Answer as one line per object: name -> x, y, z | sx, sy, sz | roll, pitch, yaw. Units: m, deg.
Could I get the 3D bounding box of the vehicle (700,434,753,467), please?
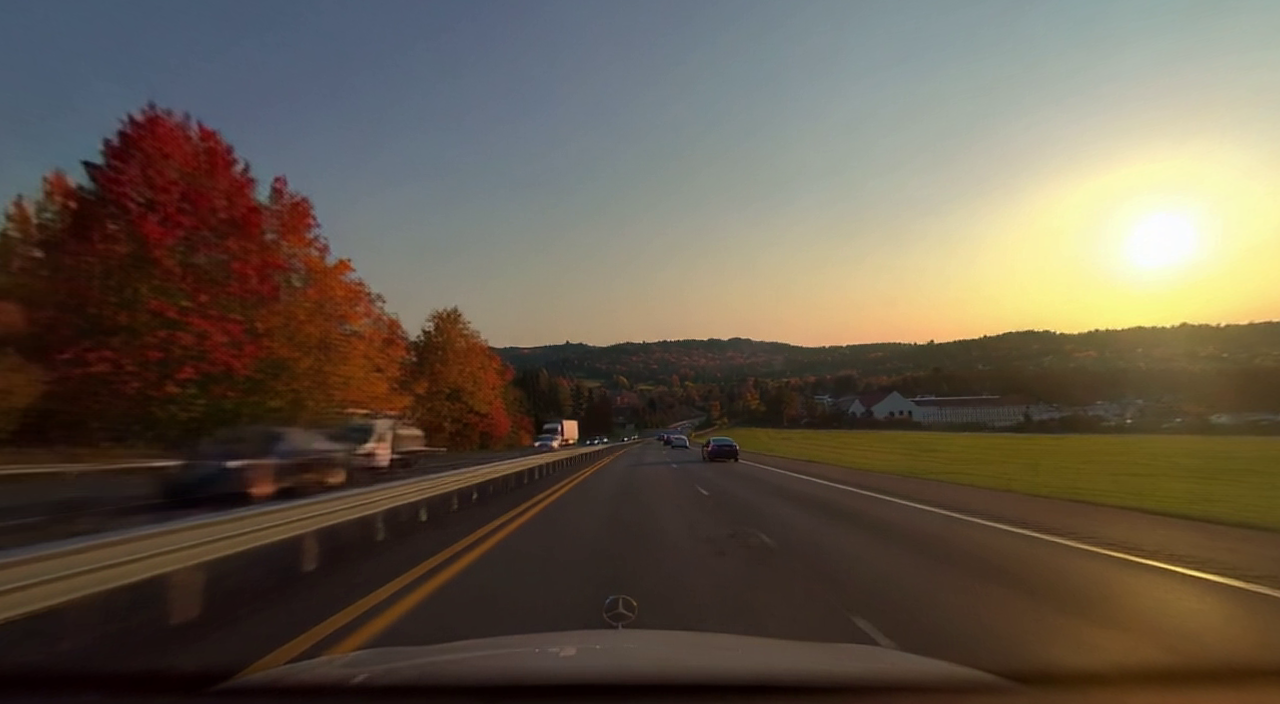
vehicle -> 4.266, 4.920, 31.667 | 2.024, 1.516, 4.197 | 0, -8, -1

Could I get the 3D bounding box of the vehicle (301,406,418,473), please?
vehicle -> -13.026, 4.138, 29.816 | 2.524, 2.819, 6.073 | -1, -8, 2

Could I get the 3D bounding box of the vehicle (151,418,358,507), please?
vehicle -> -8.711, 2.521, 14.830 | 1.954, 1.757, 4.603 | 0, -8, 0
